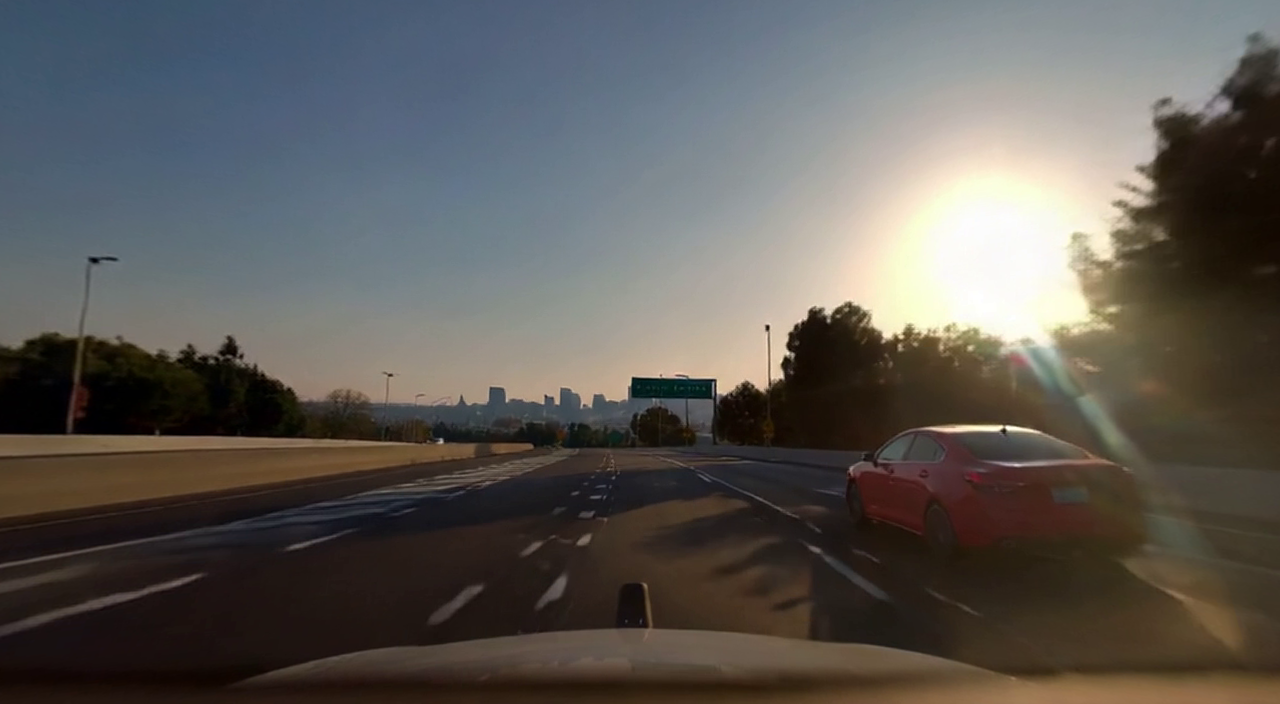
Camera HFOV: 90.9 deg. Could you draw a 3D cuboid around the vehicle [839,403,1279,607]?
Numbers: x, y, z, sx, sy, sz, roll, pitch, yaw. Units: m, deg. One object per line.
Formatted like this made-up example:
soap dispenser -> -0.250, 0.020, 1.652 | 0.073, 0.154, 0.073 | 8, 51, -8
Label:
vehicle -> 4.135, 1.500, 7.321 | 2.104, 1.575, 4.698 | 0, -7, 0
